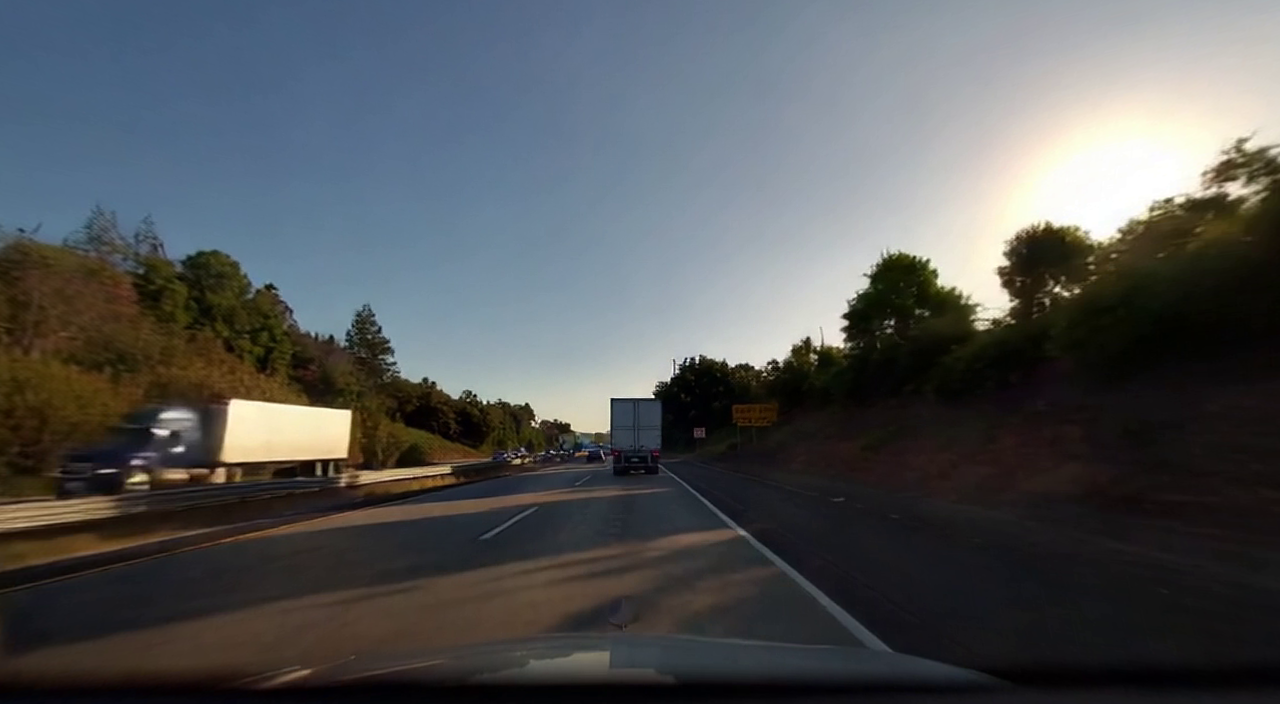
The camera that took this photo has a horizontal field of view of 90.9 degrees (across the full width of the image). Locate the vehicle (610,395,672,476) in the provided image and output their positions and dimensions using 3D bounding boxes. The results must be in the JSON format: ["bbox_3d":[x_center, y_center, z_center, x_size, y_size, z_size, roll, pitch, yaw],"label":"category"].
[{"bbox_3d":[0.033,4.758,34.972,2.959,3.828,9.617,0,-9,0],"label":"vehicle"}]
